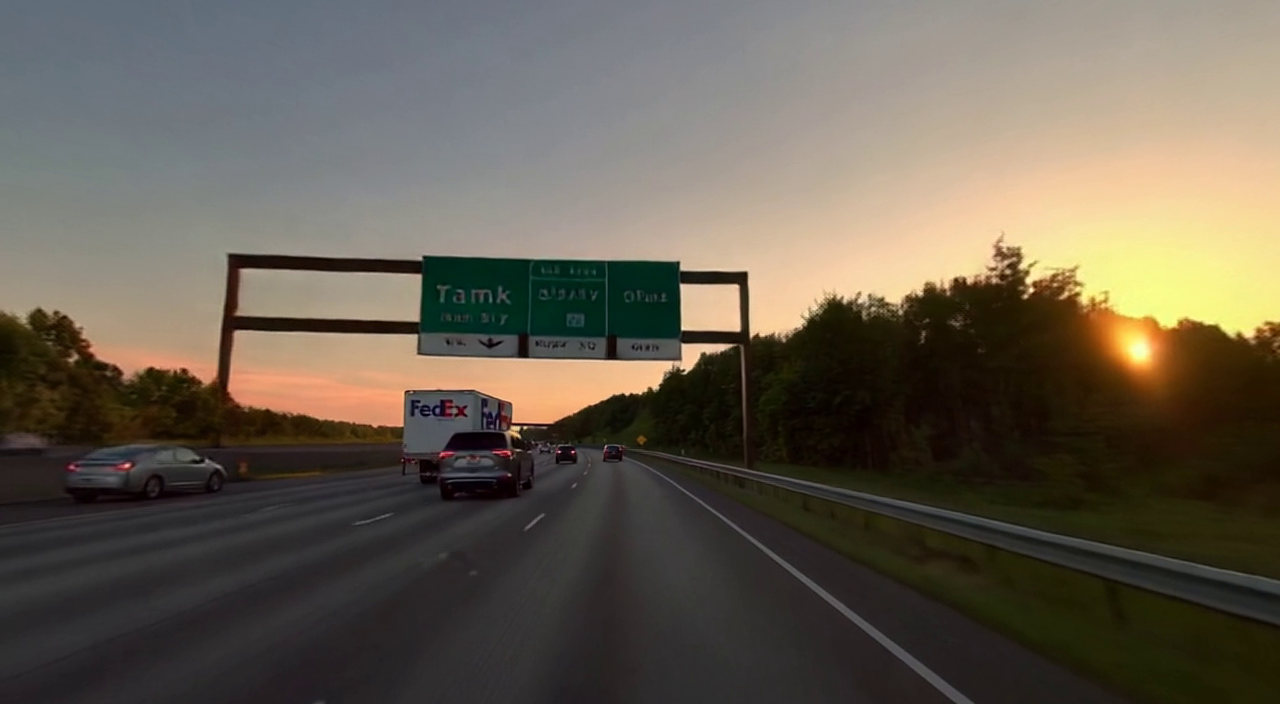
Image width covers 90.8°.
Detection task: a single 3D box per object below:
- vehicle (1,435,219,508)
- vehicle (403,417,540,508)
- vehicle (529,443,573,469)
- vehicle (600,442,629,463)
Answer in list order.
[{"bbox_3d":[-13.756,3.098,16.857,2.018,1.668,4.409,0,-9,-1],"label":"vehicle"},{"bbox_3d":[-3.910,2.680,15.671,2.170,1.886,4.628,0,-9,-1],"label":"vehicle"},{"bbox_3d":[-5.336,6.307,38.447,2.192,1.478,4.591,0,-9,-3],"label":"vehicle"},{"bbox_3d":[-1.996,7.680,48.403,2.043,1.489,3.839,0,-9,-5],"label":"vehicle"}]
